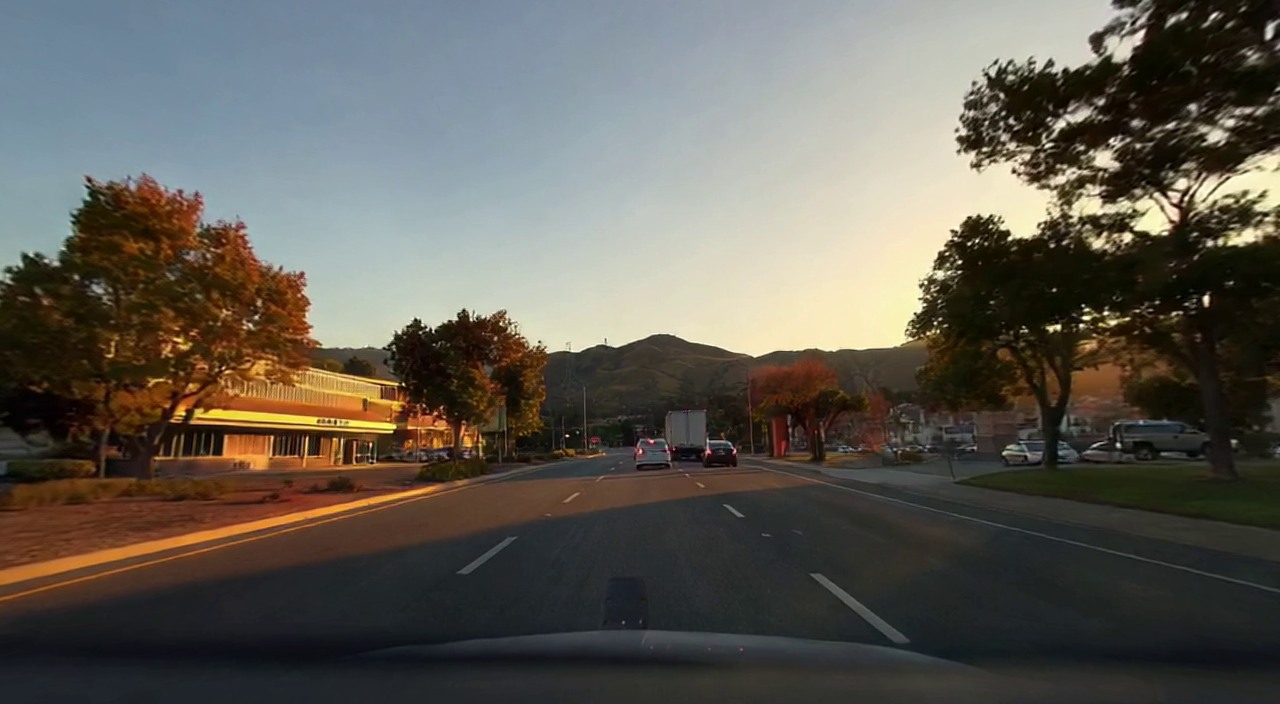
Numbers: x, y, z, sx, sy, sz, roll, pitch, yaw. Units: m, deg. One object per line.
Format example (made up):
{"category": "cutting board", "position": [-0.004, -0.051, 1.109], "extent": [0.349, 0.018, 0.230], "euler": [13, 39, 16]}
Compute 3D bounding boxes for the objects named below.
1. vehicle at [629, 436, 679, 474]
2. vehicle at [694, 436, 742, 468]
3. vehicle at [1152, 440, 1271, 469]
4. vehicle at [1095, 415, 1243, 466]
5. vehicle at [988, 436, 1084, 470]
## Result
{"category": "vehicle", "position": [0.595, 4.794, 29.546], "extent": [2.193, 1.651, 3.946], "euler": [0, -8, 0]}
{"category": "vehicle", "position": [4.269, 5.554, 34.984], "extent": [2.088, 1.655, 4.360], "euler": [0, -8, 0]}
{"category": "vehicle", "position": [29.020, 5.203, 31.976], "extent": [4.127, 1.422, 1.937], "euler": [0, -8, -1]}
{"category": "vehicle", "position": [29.286, 4.917, 34.929], "extent": [5.896, 2.709, 2.318], "euler": [0, -8, 1]}
{"category": "vehicle", "position": [20.010, 5.119, 31.974], "extent": [2.068, 1.627, 4.269], "euler": [0, -8, 0]}
